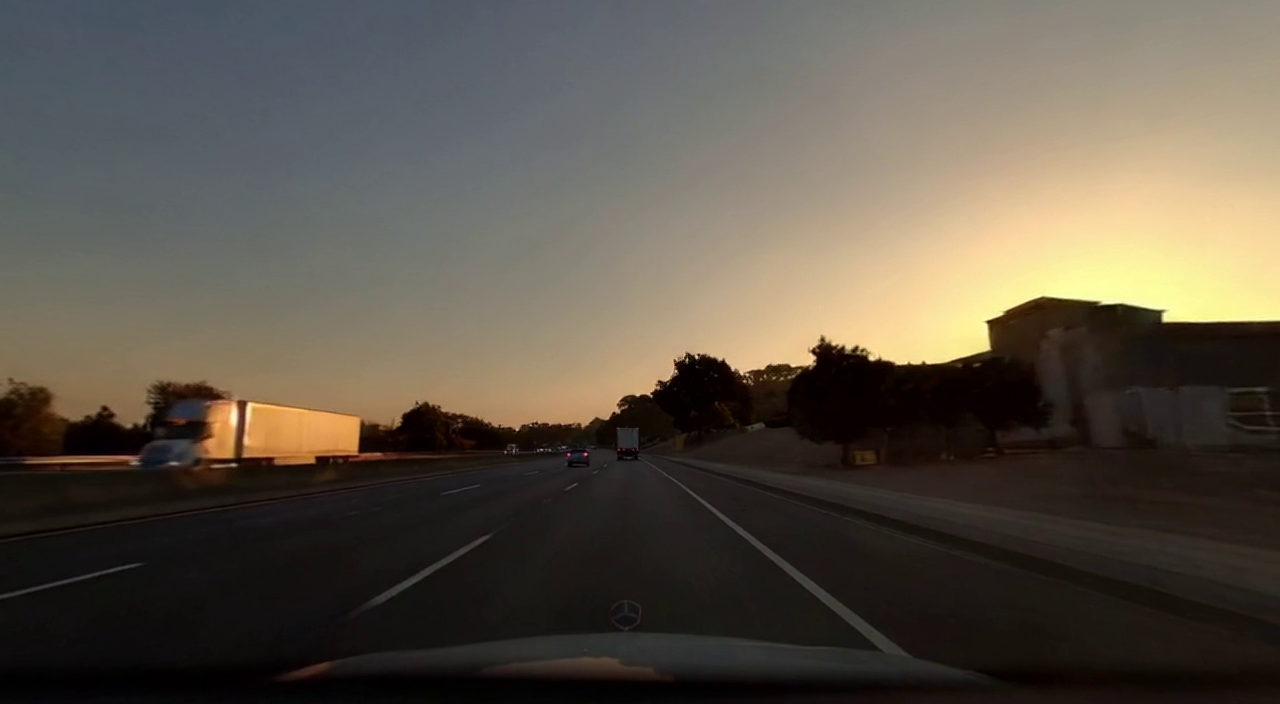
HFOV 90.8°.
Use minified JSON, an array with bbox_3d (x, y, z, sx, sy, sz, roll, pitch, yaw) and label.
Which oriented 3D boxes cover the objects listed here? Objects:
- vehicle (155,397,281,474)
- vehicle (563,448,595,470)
[{"bbox_3d":[-23.633,4.794,35.778,2.933,3.974,5.928,0,-9,-1],"label":"vehicle"},{"bbox_3d":[-4.641,8.276,48.840,2.108,1.573,5.000,0,-9,-1],"label":"vehicle"}]
